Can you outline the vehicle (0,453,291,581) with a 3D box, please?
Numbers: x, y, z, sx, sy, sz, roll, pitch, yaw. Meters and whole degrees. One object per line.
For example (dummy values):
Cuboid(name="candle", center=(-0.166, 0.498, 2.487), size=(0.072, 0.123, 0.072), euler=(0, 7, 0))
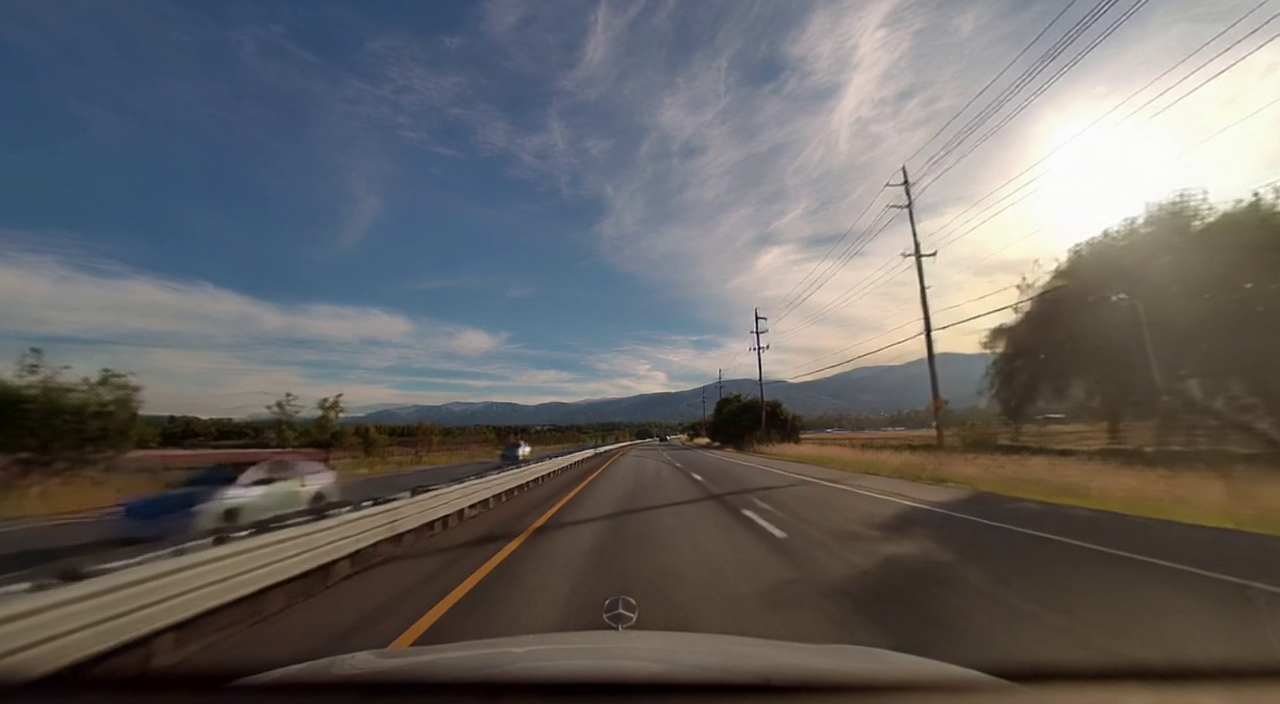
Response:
Cuboid(name="vehicle", center=(-7.276, 2.270, 9.392), size=(1.936, 1.430, 3.777), euler=(0, -8, -1))
